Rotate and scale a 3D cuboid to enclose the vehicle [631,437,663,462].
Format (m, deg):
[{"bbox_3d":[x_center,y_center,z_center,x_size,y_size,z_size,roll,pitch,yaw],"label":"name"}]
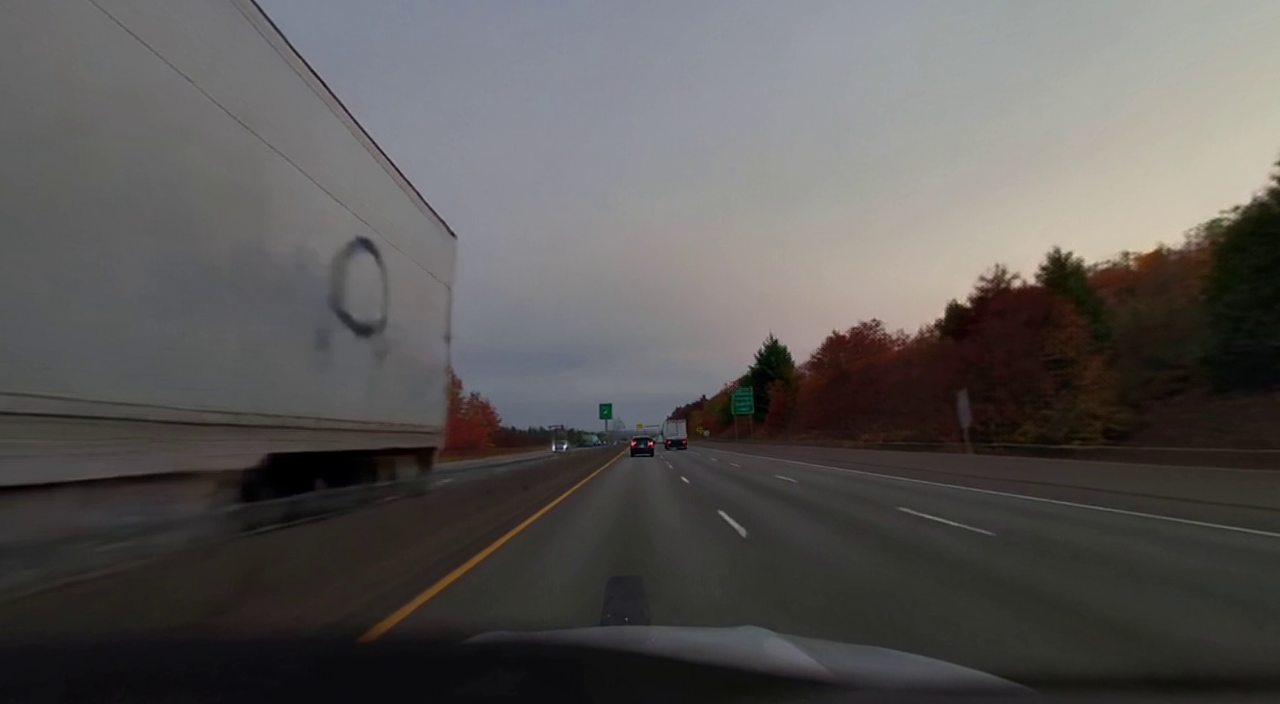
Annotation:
[{"bbox_3d":[0.421,6.037,39.127,1.924,1.498,3.817,0,-8,1],"label":"vehicle"}]

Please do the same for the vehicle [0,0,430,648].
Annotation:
[{"bbox_3d":[-4.320,-0.768,2.310,3.120,3.936,11.480,0,-8,0],"label":"vehicle"}]
